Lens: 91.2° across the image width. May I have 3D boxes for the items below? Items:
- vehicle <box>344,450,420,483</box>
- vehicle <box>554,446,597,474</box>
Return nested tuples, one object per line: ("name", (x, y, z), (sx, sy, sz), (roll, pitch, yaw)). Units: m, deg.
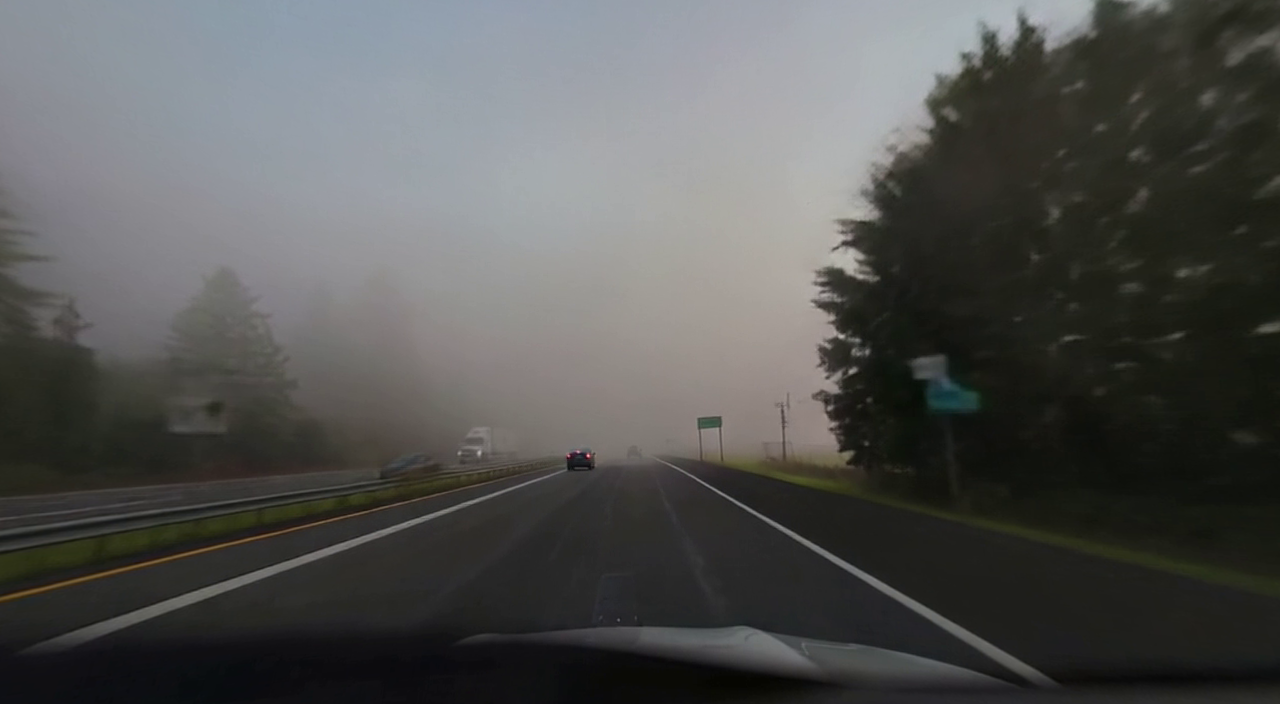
("vehicle", (-12.744, 5.642, 31.241), (1.923, 1.482, 4.325), (0, -9, 0))
("vehicle", (-3.797, 6.473, 37.622), (2.123, 1.545, 4.404), (0, -9, 0))
